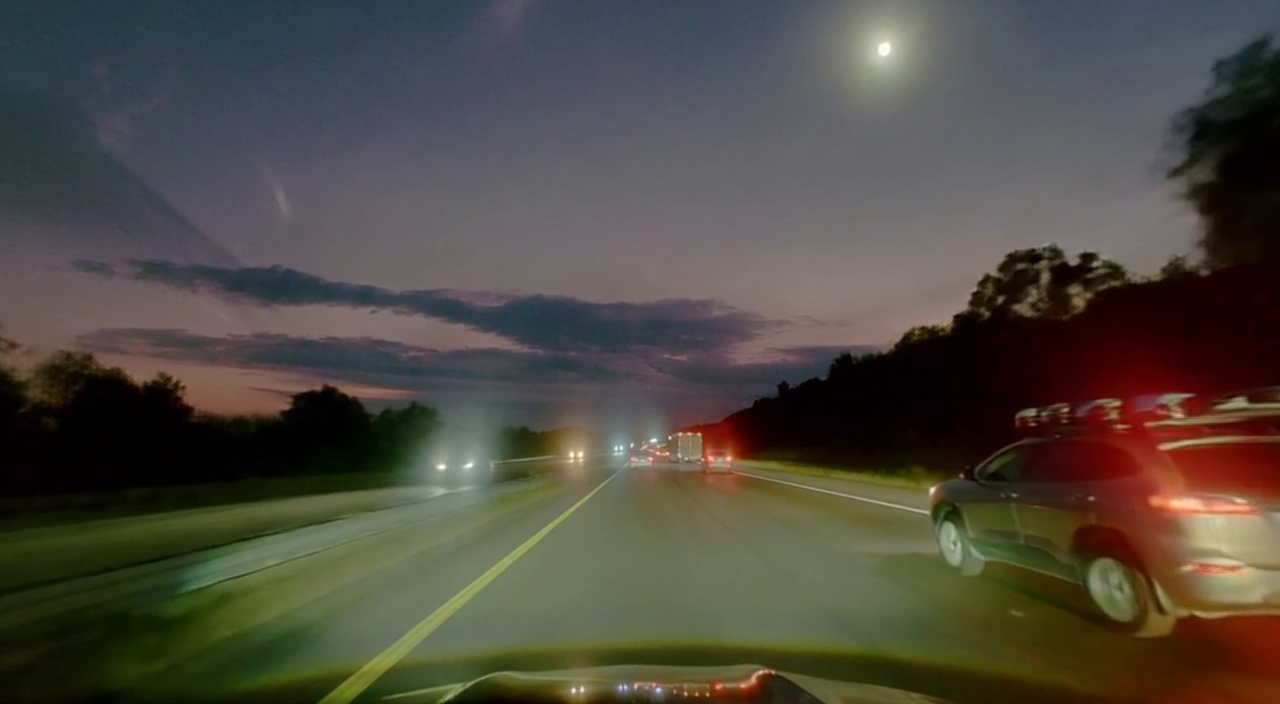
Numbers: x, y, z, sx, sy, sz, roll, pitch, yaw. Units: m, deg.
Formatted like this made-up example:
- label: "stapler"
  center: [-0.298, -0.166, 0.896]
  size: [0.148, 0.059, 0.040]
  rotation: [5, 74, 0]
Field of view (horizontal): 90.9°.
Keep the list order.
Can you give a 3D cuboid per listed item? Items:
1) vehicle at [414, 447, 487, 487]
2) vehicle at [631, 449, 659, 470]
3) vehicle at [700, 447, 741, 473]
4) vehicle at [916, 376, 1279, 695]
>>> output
- label: "vehicle"
  center: [-8.775, 5.354, 29.590]
  size: [2.087, 1.687, 4.227]
  rotation: [0, -9, 0]
- label: "vehicle"
  center: [0.351, 7.863, 46.280]
  size: [1.991, 1.459, 3.769]
  rotation: [0, -9, 0]
- label: "vehicle"
  center: [4.888, 6.595, 38.663]
  size: [1.964, 1.513, 3.707]
  rotation: [0, -9, -1]
- label: "vehicle"
  center: [4.218, 1.233, 5.211]
  size: [1.978, 1.604, 4.128]
  rotation: [0, -9, 0]
